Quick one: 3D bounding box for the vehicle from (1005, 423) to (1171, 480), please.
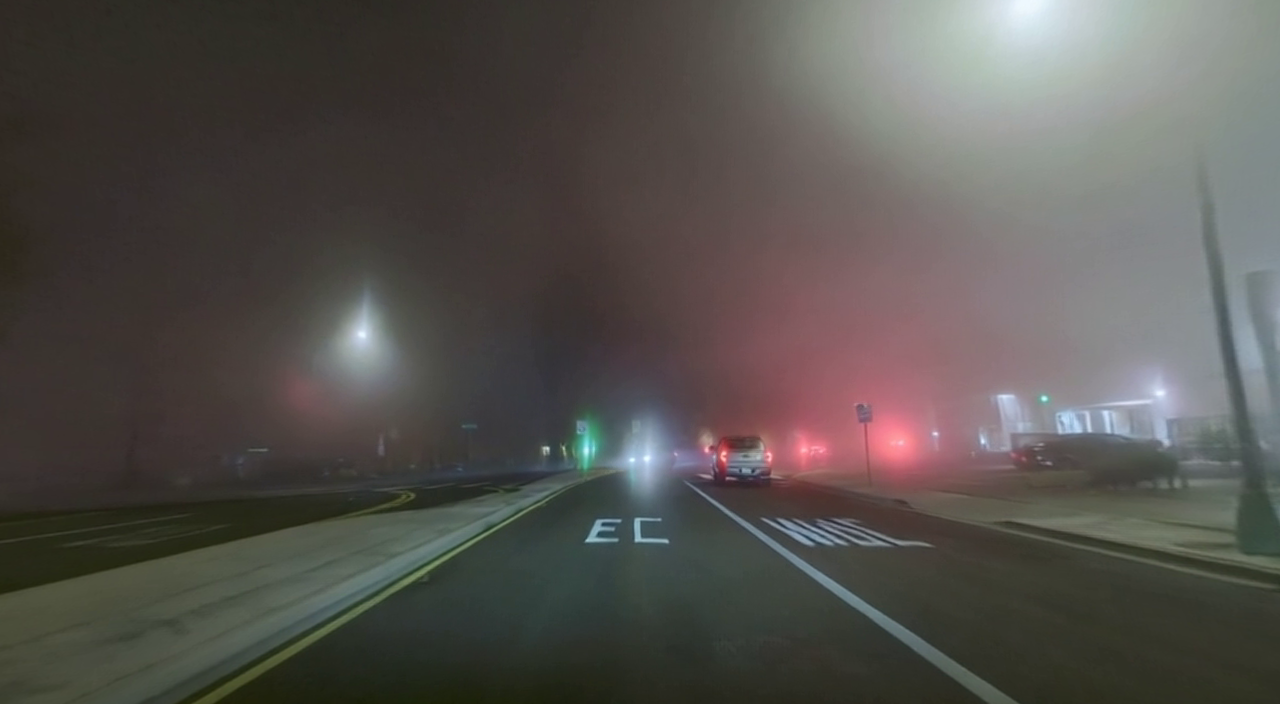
[{"bbox_3d":[17.593,3.913,25.072,4.765,1.678,2.228,-5,-3,7],"label":"vehicle"}]

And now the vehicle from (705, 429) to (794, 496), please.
[{"bbox_3d":[3.514,3.673,21.477,2.402,1.922,5.677,-1,-8,4],"label":"vehicle"}]
